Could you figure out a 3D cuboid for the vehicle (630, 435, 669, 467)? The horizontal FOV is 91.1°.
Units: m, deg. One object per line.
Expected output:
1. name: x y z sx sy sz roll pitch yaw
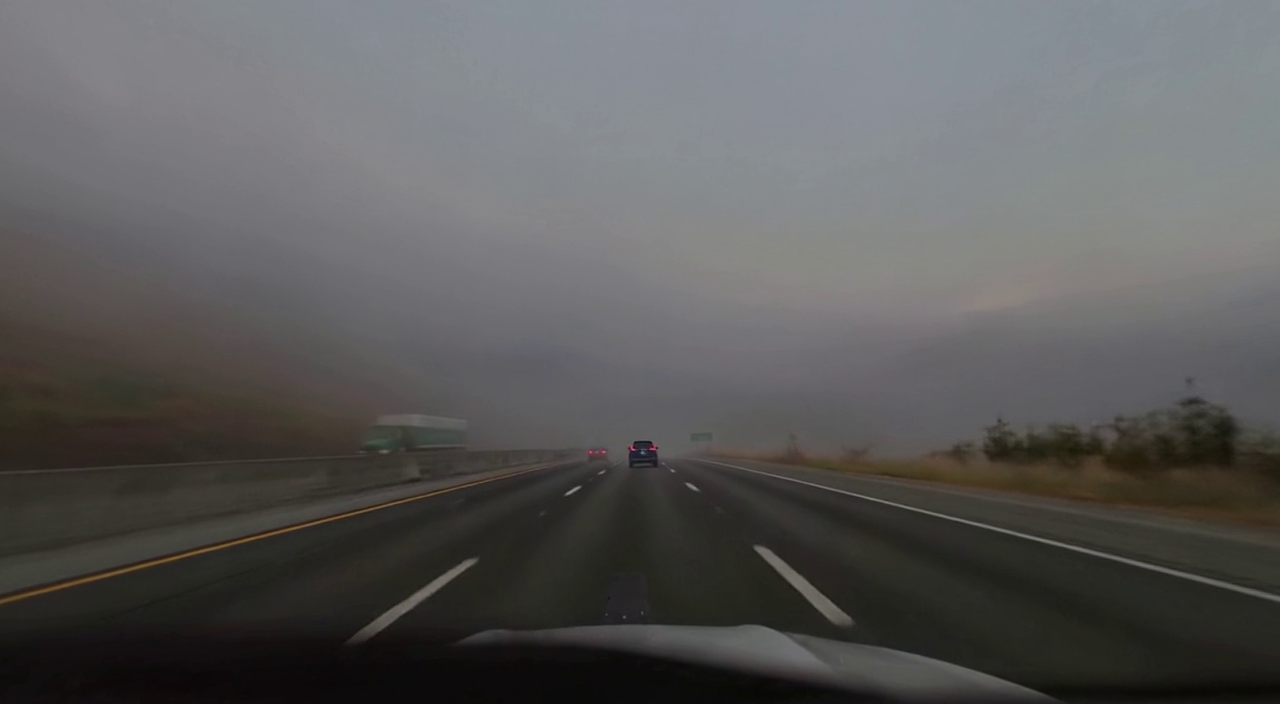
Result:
1. vehicle: 0.534 6.150 39.251 2.272 1.836 4.866 0 -8 0
